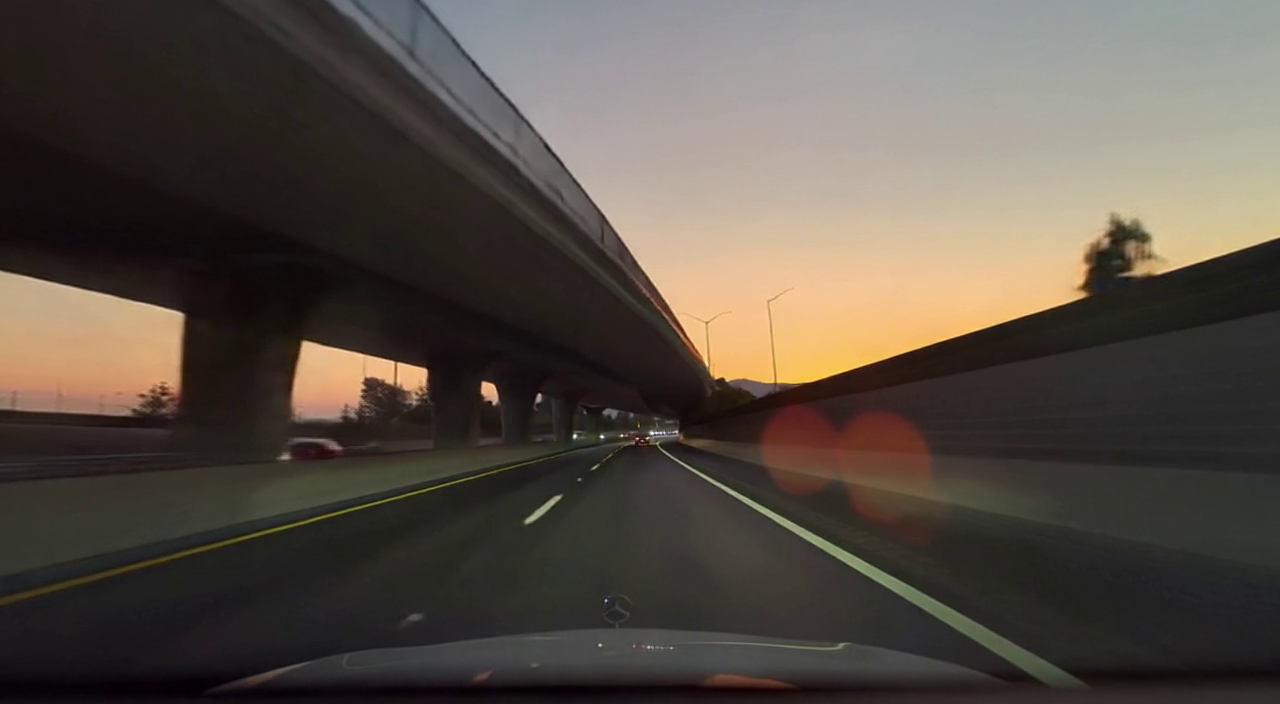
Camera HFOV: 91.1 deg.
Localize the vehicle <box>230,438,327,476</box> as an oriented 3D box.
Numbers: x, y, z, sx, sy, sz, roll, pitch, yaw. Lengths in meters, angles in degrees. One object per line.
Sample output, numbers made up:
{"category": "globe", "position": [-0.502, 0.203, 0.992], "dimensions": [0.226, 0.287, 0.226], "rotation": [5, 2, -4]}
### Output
{"category": "vehicle", "position": [-16.495, 4.772, 28.949], "dimensions": [1.893, 1.607, 4.347], "rotation": [0, -8, 0]}
